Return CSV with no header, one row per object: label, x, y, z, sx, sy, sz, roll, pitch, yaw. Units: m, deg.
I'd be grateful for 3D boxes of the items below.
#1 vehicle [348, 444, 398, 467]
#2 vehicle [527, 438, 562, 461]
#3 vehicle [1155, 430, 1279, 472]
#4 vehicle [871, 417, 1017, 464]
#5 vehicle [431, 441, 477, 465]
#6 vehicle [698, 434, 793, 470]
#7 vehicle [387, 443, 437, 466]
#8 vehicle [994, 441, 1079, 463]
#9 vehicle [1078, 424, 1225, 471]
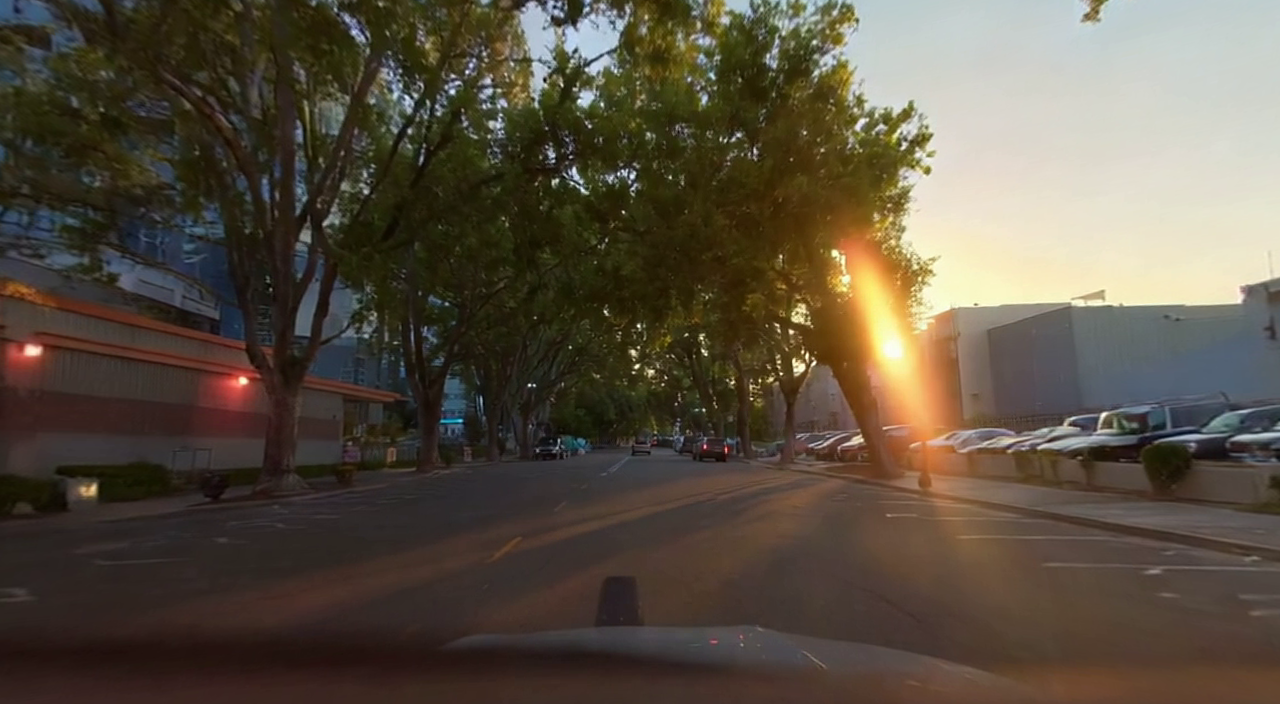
vehicle,-19.651,7.613,46.702,1.880,1.617,3.870,-1,-8,2
vehicle,-7.257,7.479,48.583,1.993,1.640,4.457,0,-8,0
vehicle,26.792,4.511,28.874,4.591,1.808,2.016,0,-9,0
vehicle,13.940,4.096,29.271,5.540,2.045,2.259,0,-8,-2
vehicle,-13.768,7.450,46.994,1.888,1.657,4.138,0,-7,5
vehicle,5.416,5.083,32.217,4.626,1.723,1.939,5,-10,-32
vehicle,-16.632,7.509,46.340,1.850,1.531,4.256,0,-7,4
vehicle,26.816,6.789,42.830,4.558,1.452,1.790,0,-8,-1
vehicle,26.004,4.879,32.284,5.596,2.168,2.307,2,-8,-3
